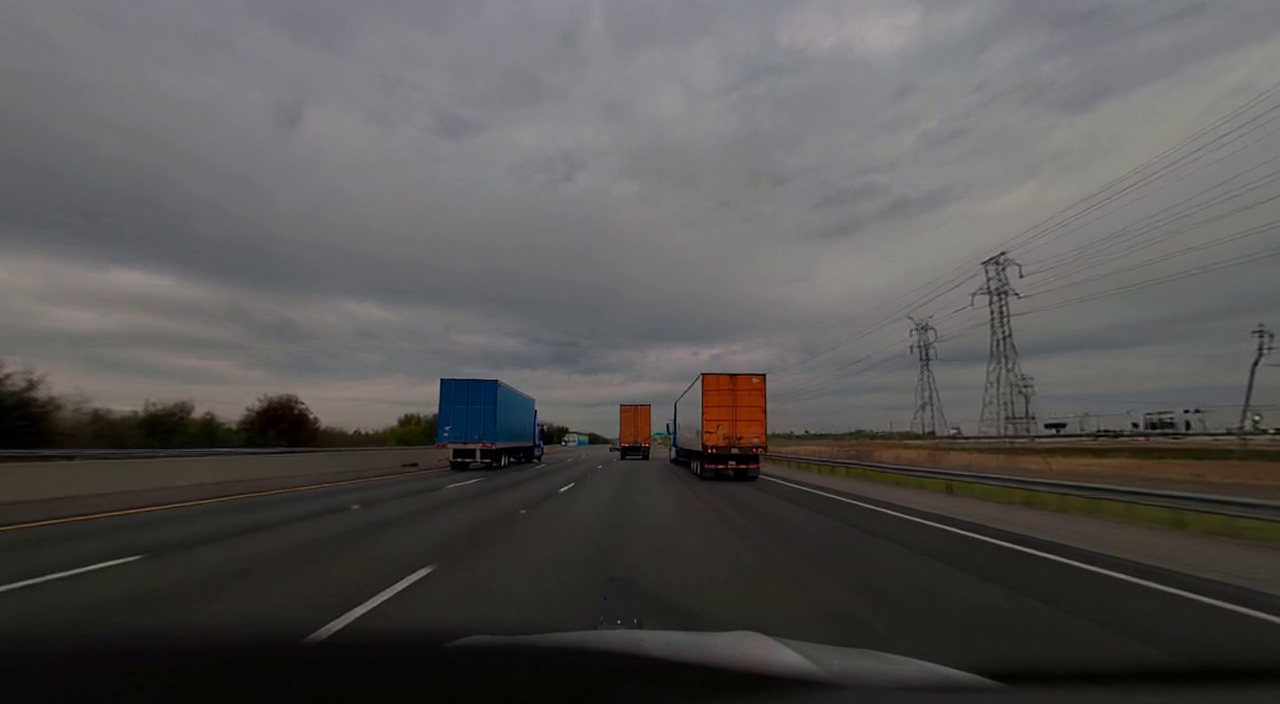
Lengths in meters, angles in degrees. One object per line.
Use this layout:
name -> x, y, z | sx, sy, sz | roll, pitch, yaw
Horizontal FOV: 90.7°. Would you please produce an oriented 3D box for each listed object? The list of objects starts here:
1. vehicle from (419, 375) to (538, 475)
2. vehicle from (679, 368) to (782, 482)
vehicle -> -7.303, 3.695, 30.718 | 2.937, 3.981, 11.119 | 0, -8, -1
vehicle -> 3.421, 3.199, 26.771 | 2.806, 3.919, 9.777 | 0, -8, 0
